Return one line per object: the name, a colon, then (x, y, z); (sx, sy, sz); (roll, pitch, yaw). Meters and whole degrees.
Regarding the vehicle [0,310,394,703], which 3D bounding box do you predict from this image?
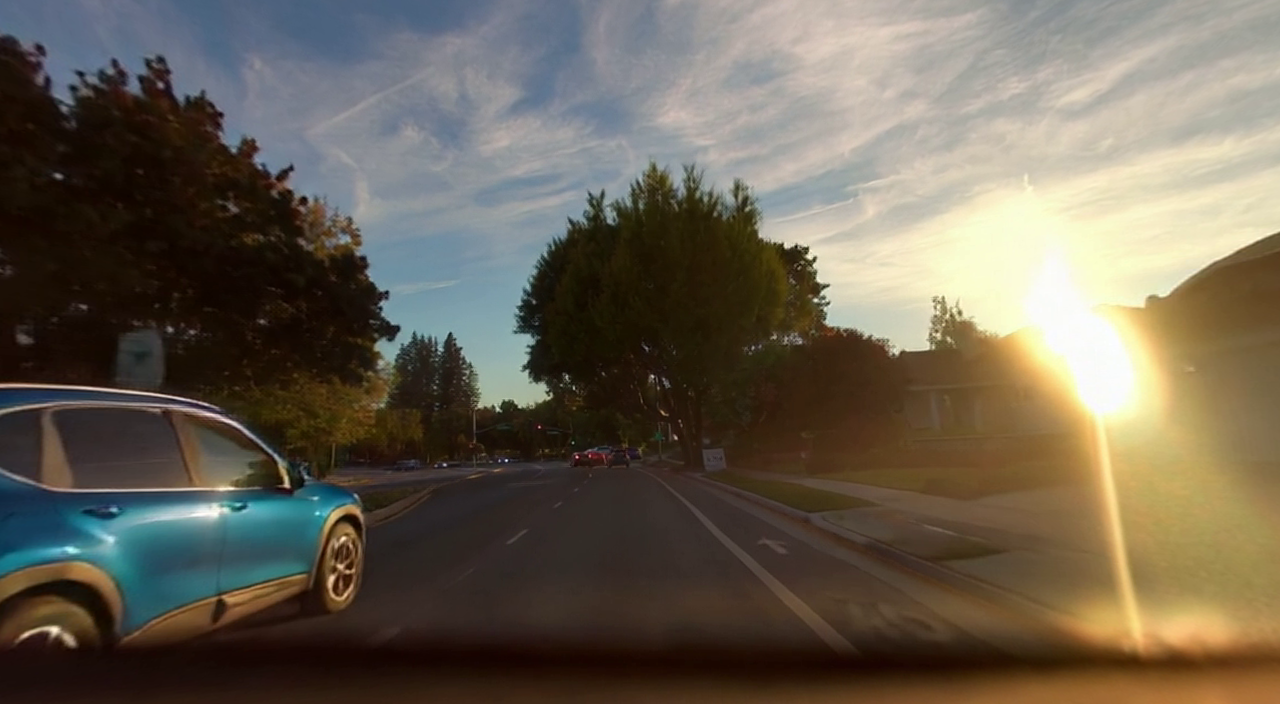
vehicle: (-3.670, 0.967, 3.495); (2.276, 1.960, 5.561); (0, -8, 1)
